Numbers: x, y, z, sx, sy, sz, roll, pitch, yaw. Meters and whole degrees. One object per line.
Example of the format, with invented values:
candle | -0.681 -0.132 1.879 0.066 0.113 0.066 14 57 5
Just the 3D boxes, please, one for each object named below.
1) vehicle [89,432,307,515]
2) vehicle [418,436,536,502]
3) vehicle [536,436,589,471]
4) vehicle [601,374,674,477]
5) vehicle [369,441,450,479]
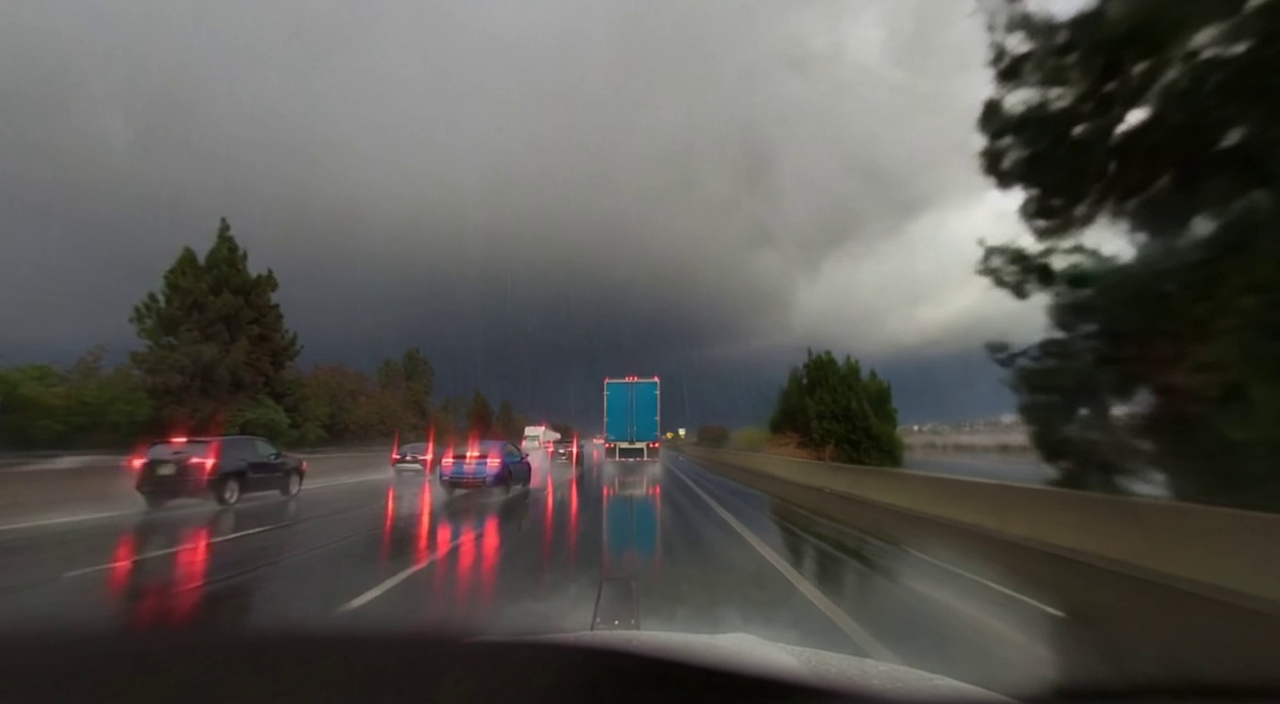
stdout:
vehicle | -9.713 2.670 14.359 1.952 1.590 4.090 0 -8 1
vehicle | -4.285 3.116 17.258 2.164 1.582 3.979 0 -8 0
vehicle | -3.954 5.240 32.675 2.158 1.680 4.087 0 -8 1
vehicle | -0.309 3.679 30.546 2.913 4.113 10.724 0 -8 -2
vehicle | -9.742 4.578 26.993 1.863 1.474 4.278 0 -8 0
